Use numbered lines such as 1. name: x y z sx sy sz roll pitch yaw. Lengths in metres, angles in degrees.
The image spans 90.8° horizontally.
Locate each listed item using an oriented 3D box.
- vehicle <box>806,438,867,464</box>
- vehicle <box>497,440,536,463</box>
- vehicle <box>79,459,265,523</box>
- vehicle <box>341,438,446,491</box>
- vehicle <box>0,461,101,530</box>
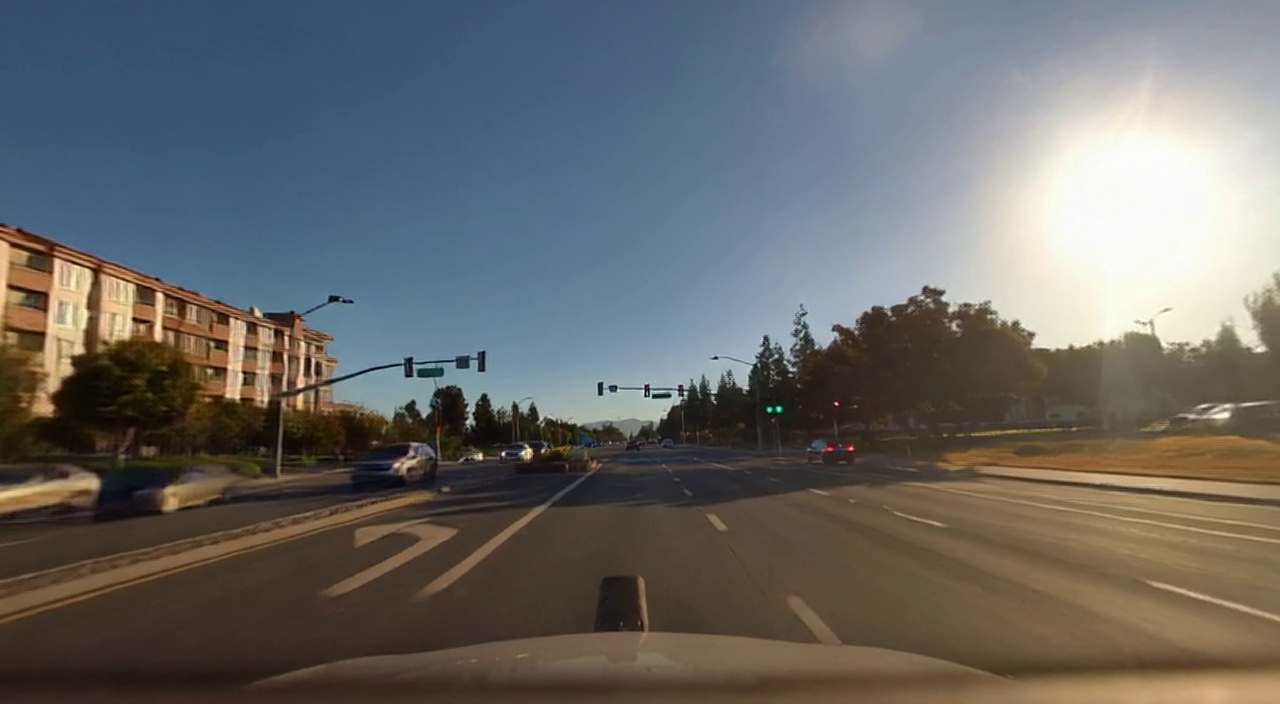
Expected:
1. vehicle: 11.586 5.852 37.551 1.955 1.455 4.727 0 -8 -2
2. vehicle: -9.330 7.551 48.160 2.010 1.682 4.346 -1 -8 1
3. vehicle: -11.733 3.467 16.231 1.880 1.344 3.782 0 -8 0
4. vehicle: -8.739 3.998 22.886 2.035 1.711 4.463 0 -8 -1
5. vehicle: -15.189 3.257 14.233 1.989 1.460 4.711 0 -8 -1
